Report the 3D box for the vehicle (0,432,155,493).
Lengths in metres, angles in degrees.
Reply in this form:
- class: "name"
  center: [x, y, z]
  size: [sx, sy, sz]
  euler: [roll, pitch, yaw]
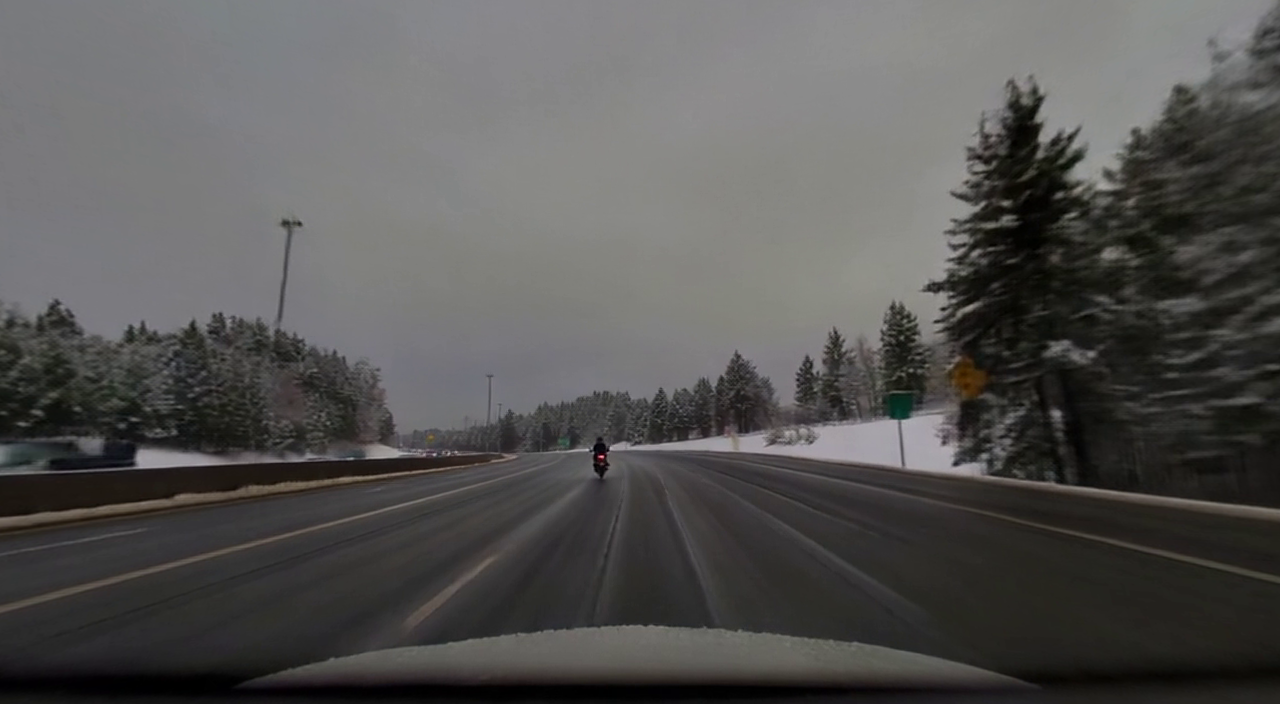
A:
- class: "vehicle"
  center: [-33.092, 6.257, 36.507]
  size: [2.948, 3.055, 9.494]
  euler: [0, -8, -4]
